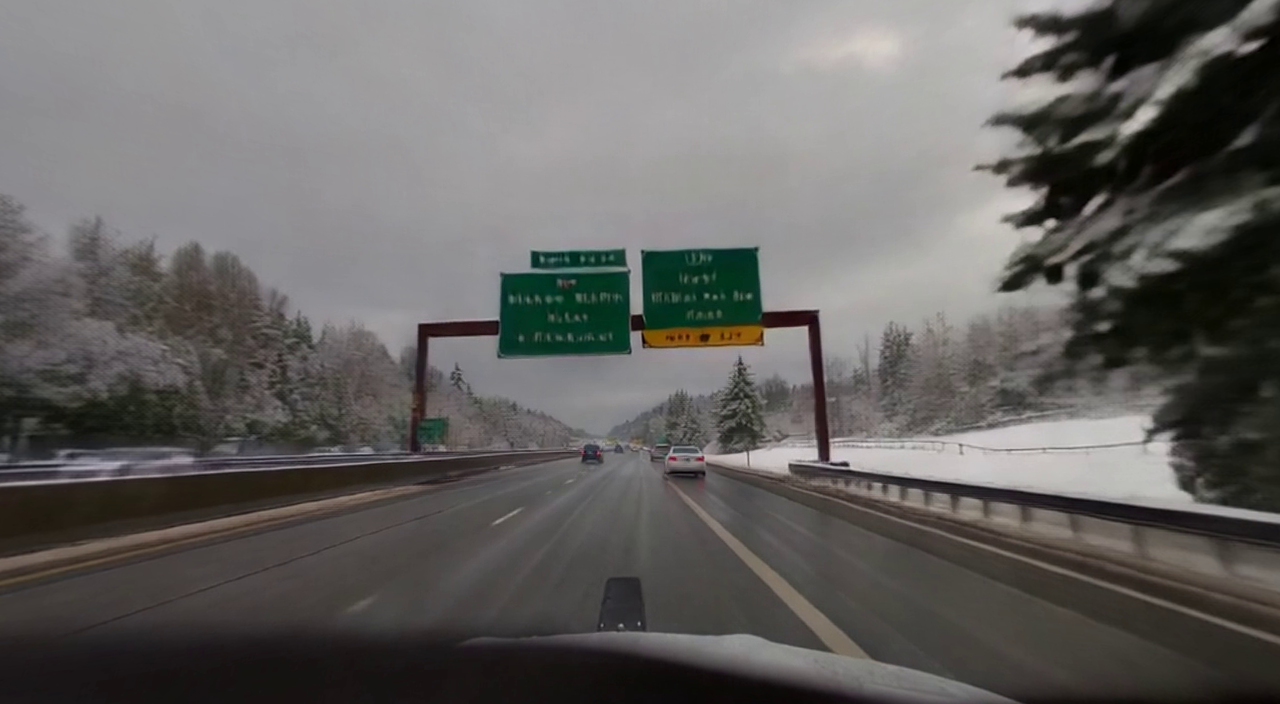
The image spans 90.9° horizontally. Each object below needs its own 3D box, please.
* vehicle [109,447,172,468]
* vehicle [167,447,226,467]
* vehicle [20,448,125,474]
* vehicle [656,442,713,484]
[{"bbox_3d":[-37.243,7.867,47.098,1.819,1.503,3.711,1,-9,-4],"label":"vehicle"},{"bbox_3d":[-34.163,8.085,48.647,1.767,1.451,3.912,0,-9,-3],"label":"vehicle"},{"bbox_3d":[-33.976,6.533,37.940,1.866,1.449,4.865,0,-9,-1],"label":"vehicle"},{"bbox_3d":[1.634,4.257,24.413,1.960,1.456,3.818,0,-9,0],"label":"vehicle"}]
